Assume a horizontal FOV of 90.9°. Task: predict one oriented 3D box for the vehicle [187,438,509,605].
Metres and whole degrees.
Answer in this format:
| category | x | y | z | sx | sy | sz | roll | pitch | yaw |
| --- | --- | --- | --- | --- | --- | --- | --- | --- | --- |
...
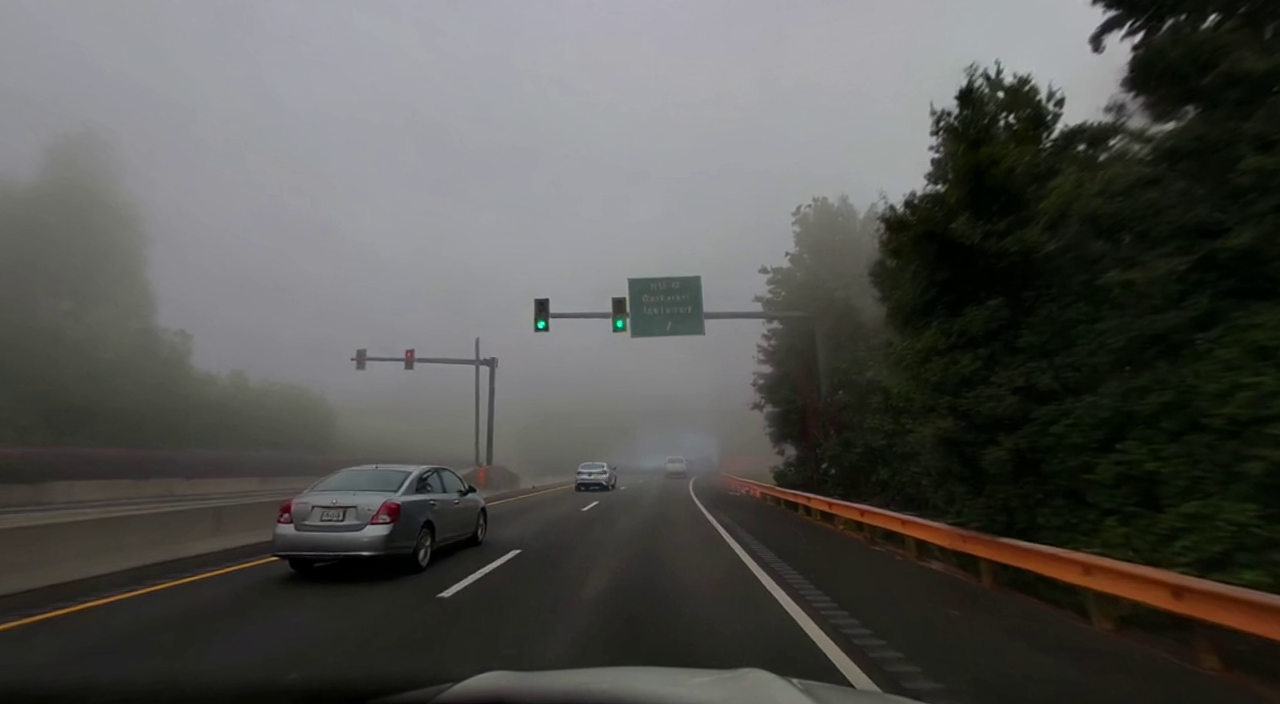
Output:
| category | x | y | z | sx | sy | sz | roll | pitch | yaw |
| --- | --- | --- | --- | --- | --- | --- | --- | --- | --- |
| vehicle | -3.061 | 1.876 | 7.652 | 1.992 | 1.466 | 3.690 | 0 | -10 | 2 |
